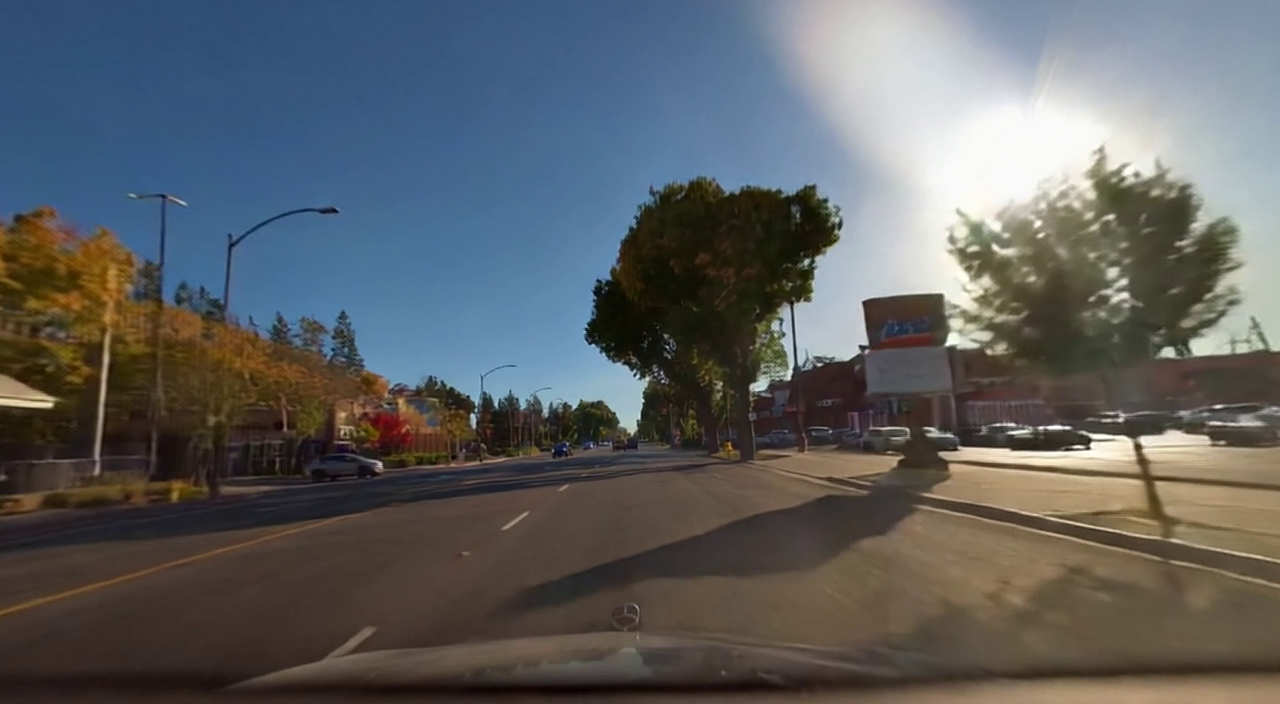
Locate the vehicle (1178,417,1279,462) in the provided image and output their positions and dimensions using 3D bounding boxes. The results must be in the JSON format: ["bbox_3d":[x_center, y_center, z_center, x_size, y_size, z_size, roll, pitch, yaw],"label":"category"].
[{"bbox_3d":[21.665,3.172,23.090,1.901,1.461,4.482,-4,-8,26],"label":"vehicle"}]

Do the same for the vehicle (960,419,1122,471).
[{"bbox_3d":[16.034,3.729,25.527,4.914,1.540,2.200,-6,-8,2],"label":"vehicle"}]

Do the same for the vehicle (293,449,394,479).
[{"bbox_3d":[-16.960,6.423,36.378,4.752,1.523,2.123,0,-8,-2],"label":"vehicle"}]
